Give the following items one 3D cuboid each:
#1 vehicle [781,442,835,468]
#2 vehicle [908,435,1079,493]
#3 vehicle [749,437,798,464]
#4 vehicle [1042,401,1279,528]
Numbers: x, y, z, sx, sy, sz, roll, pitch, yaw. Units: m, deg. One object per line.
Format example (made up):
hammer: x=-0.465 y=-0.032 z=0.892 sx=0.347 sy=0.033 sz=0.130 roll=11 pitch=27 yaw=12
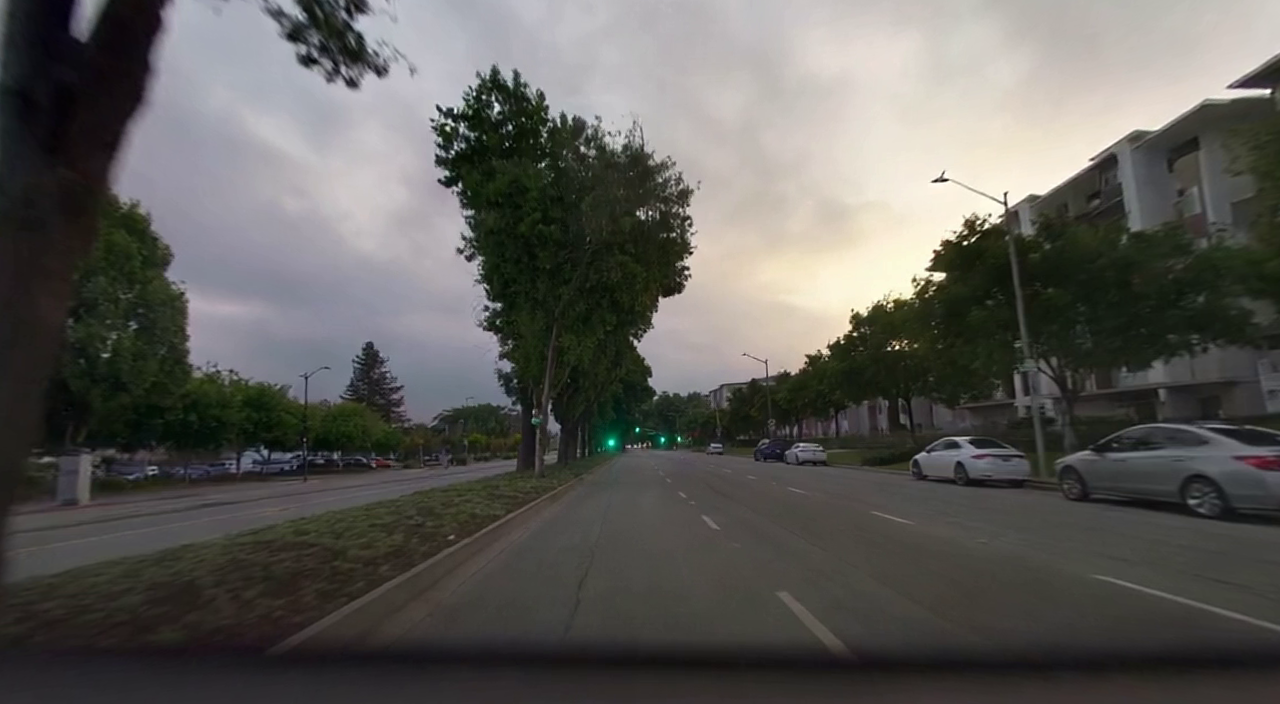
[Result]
vehicle: x=9.953 y=6.118 z=37.750 sx=1.964 sy=1.477 sz=4.459 roll=0 pitch=-9 yaw=0
vehicle: x=10.115 y=3.235 z=18.690 sx=2.011 sy=1.466 sz=4.989 roll=0 pitch=-9 yaw=-3
vehicle: x=9.664 y=7.169 z=46.210 sx=2.272 sy=1.843 sz=4.913 roll=1 pitch=-9 yaw=-3
vehicle: x=10.208 y=2.018 z=11.771 sx=2.064 sy=1.827 sz=5.201 roll=0 pitch=-9 yaw=1
